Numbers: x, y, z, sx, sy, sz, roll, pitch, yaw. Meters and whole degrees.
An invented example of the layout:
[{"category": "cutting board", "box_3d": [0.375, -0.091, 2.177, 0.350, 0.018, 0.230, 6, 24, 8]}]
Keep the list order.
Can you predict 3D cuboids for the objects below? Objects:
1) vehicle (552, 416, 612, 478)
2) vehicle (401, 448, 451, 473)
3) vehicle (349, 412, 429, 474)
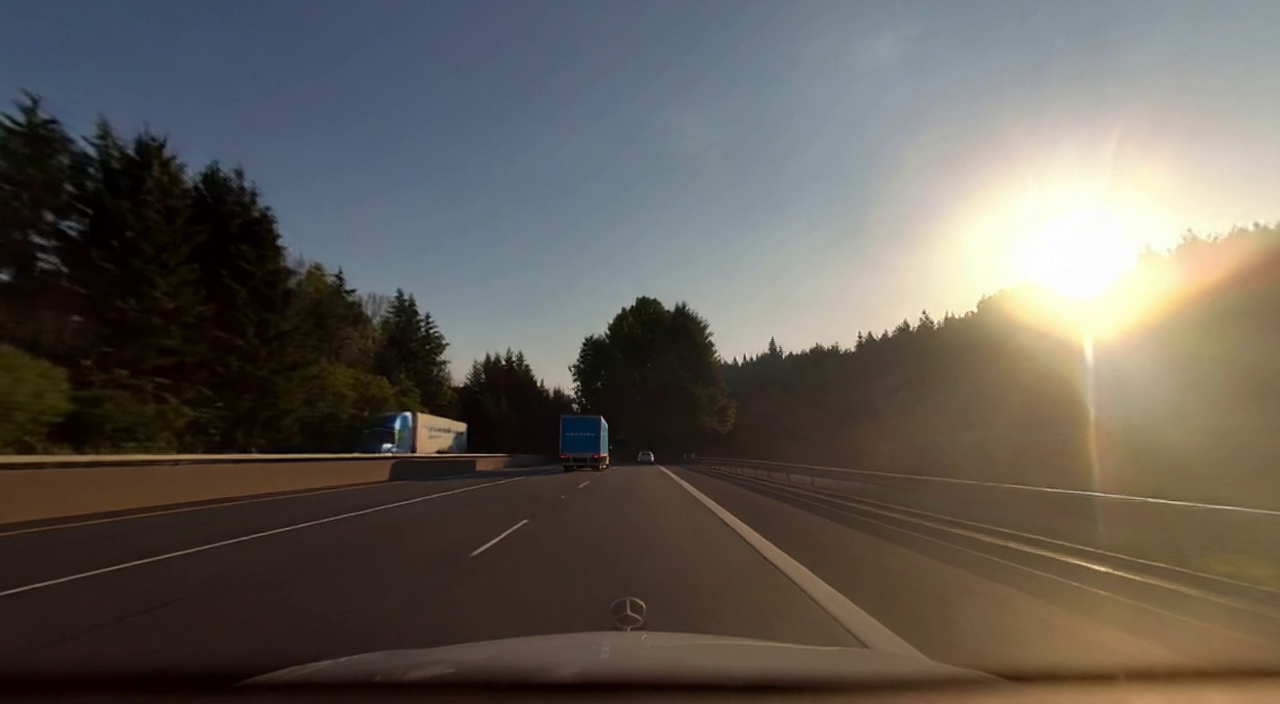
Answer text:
[{"category": "vehicle", "box_3d": [-3.147, 5.445, 36.070, 2.695, 3.151, 6.885, 0, -9, 0]}, {"category": "vehicle", "box_3d": [-13.130, 6.664, 38.825, 1.777, 1.473, 3.648, 0, -9, 1]}, {"category": "vehicle", "box_3d": [-17.255, 6.320, 43.743, 3.012, 3.971, 5.873, 0, -9, 0]}]
